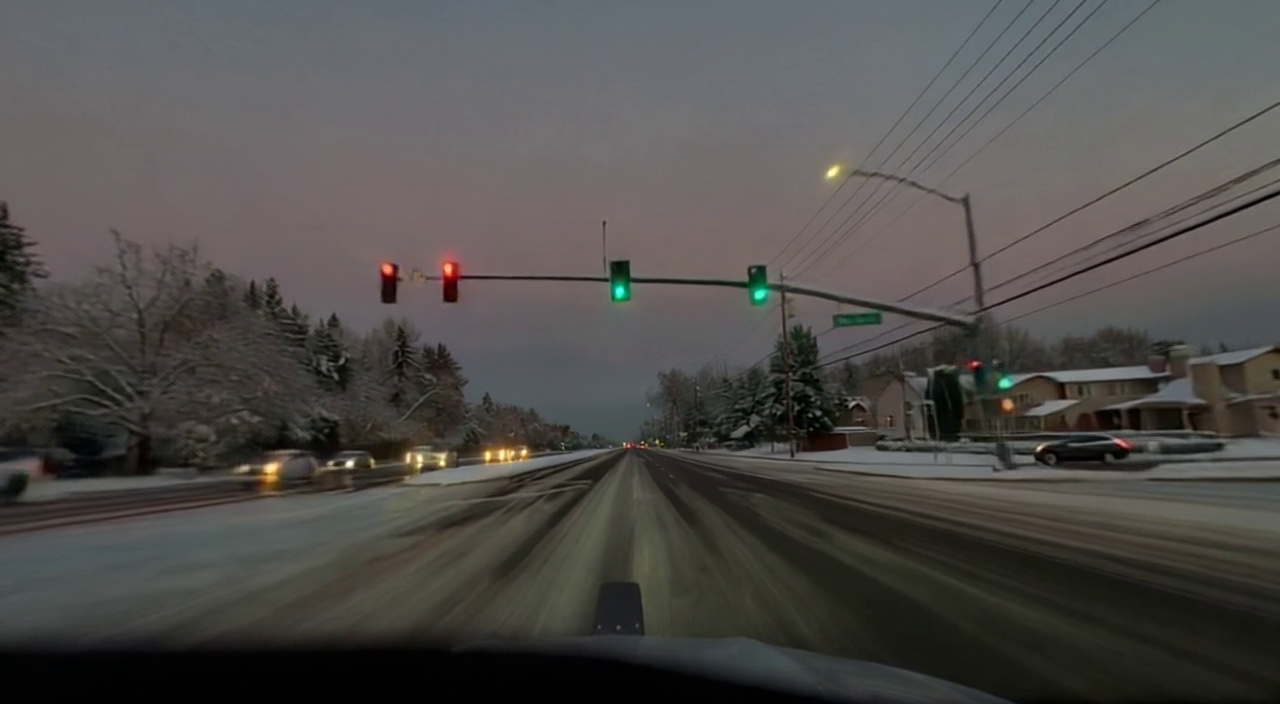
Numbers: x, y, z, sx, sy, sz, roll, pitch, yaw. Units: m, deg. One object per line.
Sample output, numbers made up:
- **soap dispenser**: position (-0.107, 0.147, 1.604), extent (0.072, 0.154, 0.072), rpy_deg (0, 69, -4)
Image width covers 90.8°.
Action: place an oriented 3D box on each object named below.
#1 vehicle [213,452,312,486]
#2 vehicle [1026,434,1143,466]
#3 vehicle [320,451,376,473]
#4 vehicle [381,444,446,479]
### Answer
- **vehicle**: position (-18.483, 5.736, 31.235), extent (1.952, 1.469, 4.811), rpy_deg (0, -8, -1)
- **vehicle**: position (21.898, 4.852, 31.247), extent (4.439, 1.454, 1.842), rpy_deg (-8, -11, 41)
- **vehicle**: position (-21.978, 8.290, 47.747), extent (2.002, 1.489, 4.734), rpy_deg (0, -8, -1)
- **vehicle**: position (-12.010, 5.777, 33.807), extent (1.912, 1.509, 4.425), rpy_deg (-4, -7, -1)
